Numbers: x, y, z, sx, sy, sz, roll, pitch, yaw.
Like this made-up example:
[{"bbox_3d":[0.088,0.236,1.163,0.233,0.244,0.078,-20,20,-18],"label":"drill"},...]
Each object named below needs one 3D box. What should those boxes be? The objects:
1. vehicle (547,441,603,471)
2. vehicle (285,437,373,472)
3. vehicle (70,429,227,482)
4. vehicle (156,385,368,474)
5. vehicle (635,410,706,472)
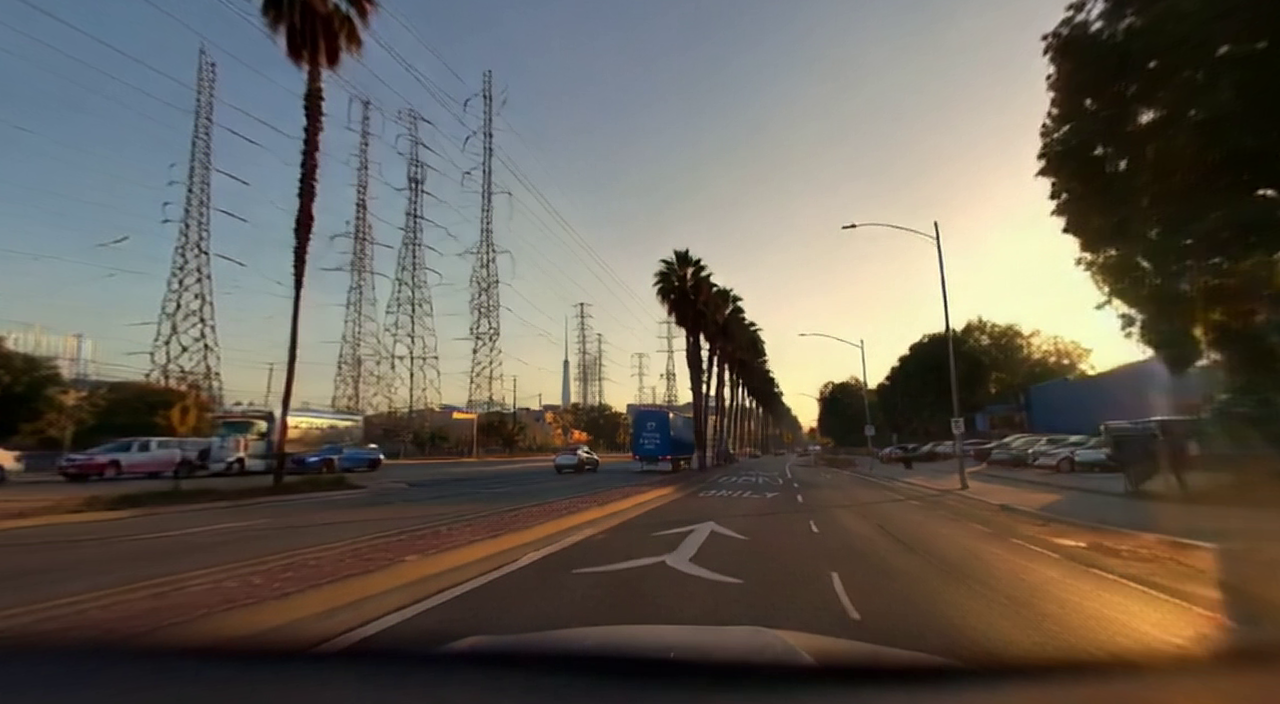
[{"bbox_3d":[-4.511,7.338,44.840,2.266,1.950,5.866,-2,-9,12],"label":"vehicle"},{"bbox_3d":[-16.099,5.329,32.961,1.751,1.639,4.434,-4,-9,11],"label":"vehicle"},{"bbox_3d":[-18.269,3.984,23.763,1.833,1.578,4.412,-9,-13,12],"label":"vehicle"},{"bbox_3d":[-19.455,4.548,34.002,2.907,3.760,11.193,-5,-12,10],"label":"vehicle"},{"bbox_3d":[2.498,6.606,46.465,2.903,3.933,11.567,-2,-9,14],"label":"vehicle"}]
